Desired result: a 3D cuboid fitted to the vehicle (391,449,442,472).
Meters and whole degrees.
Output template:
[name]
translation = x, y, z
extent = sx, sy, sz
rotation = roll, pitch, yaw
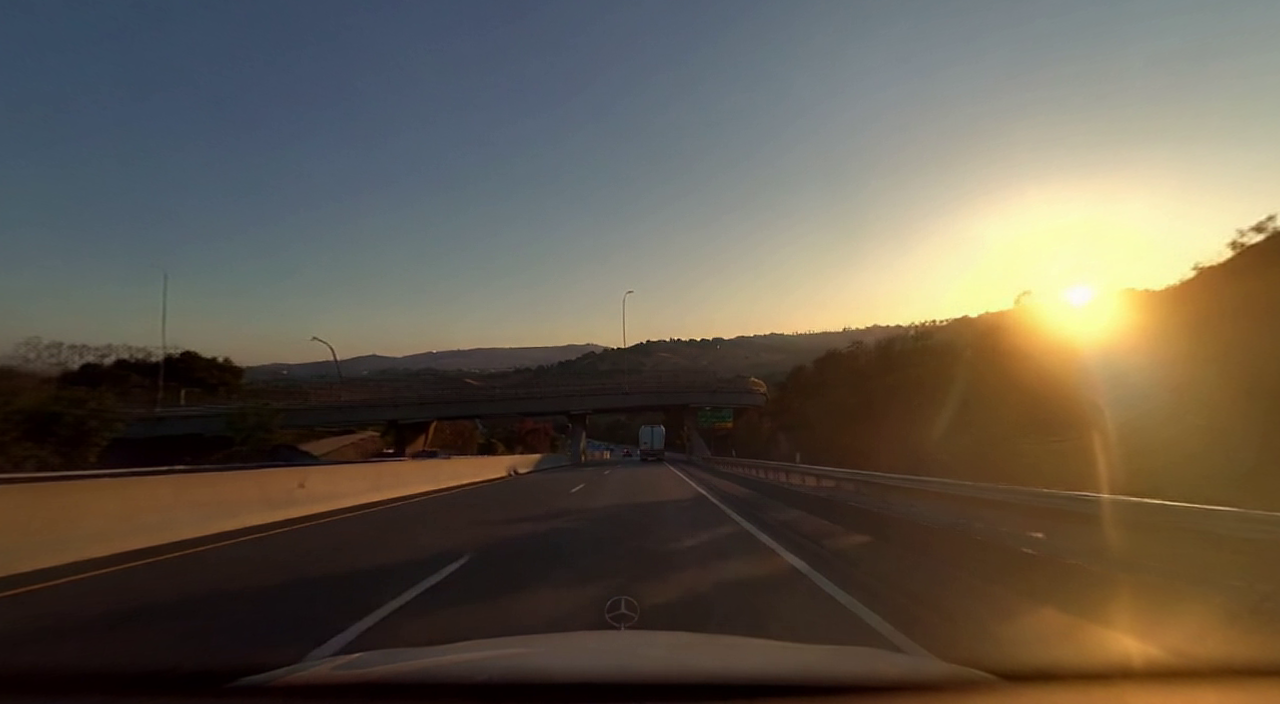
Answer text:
[vehicle]
translation = -15.501, 7.527, 43.996
extent = 1.881, 1.497, 4.397
rotation = 0, -9, 1
